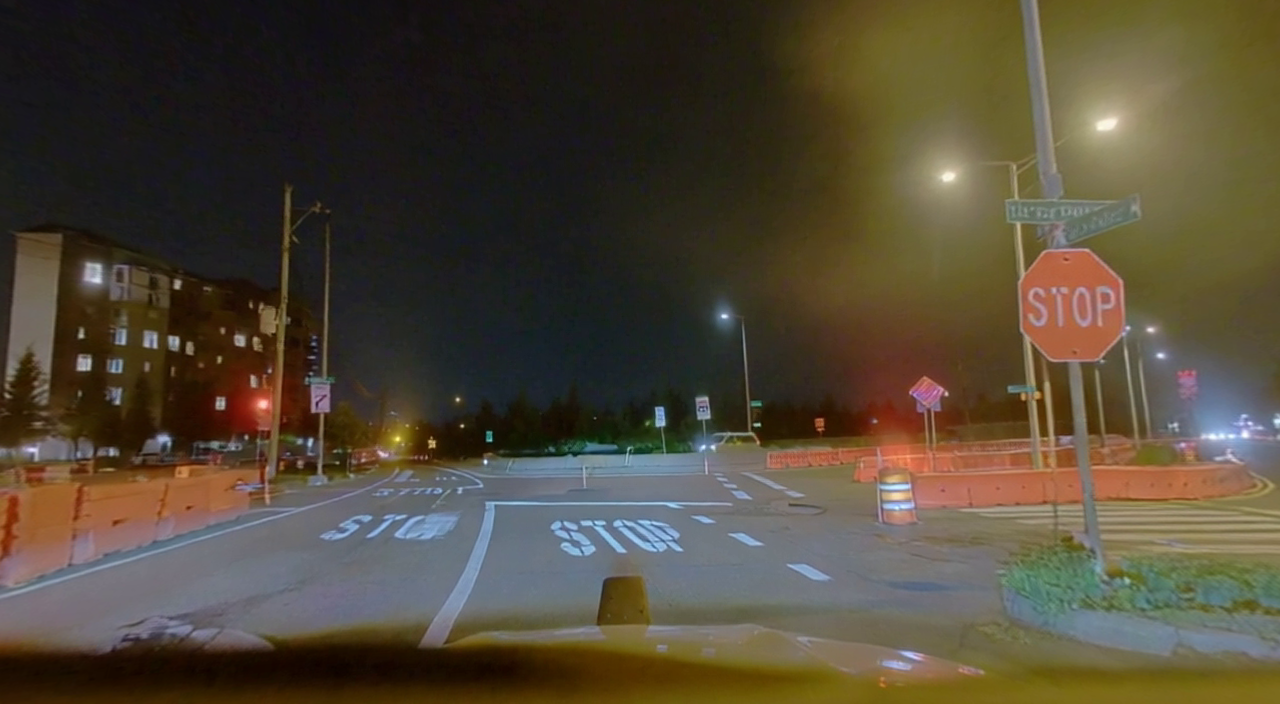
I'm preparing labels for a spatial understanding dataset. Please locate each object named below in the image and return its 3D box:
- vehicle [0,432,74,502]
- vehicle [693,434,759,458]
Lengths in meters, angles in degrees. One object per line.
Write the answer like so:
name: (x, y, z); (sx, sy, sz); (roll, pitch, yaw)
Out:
vehicle: (-17.352, 3.151, 17.577); (2.159, 1.734, 4.292); (8, -12, -41)
vehicle: (6.179, 6.797, 45.469); (4.302, 1.628, 1.957); (1, -9, -7)
